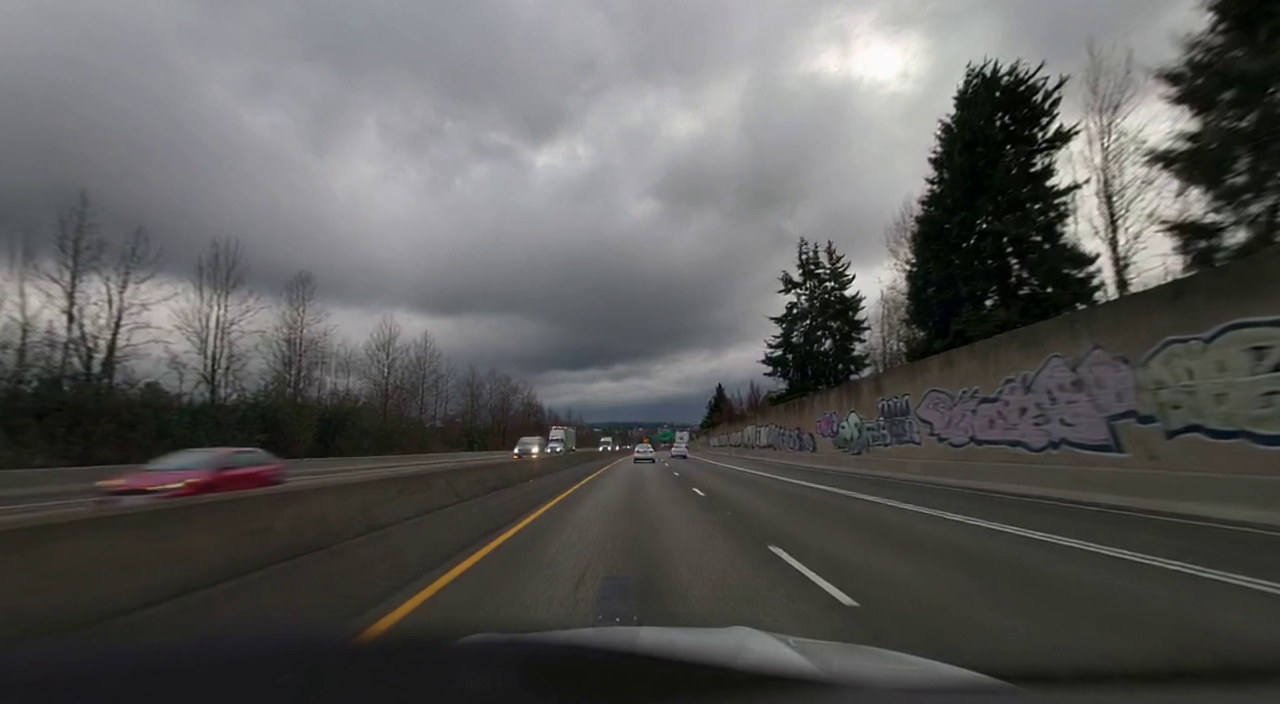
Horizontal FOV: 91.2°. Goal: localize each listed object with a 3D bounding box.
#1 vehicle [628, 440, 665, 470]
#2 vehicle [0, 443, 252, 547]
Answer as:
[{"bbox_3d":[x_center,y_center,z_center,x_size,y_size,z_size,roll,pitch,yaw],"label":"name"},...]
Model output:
[{"bbox_3d":[0.340,6.124,37.401,2.095,1.671,4.219,0,-9,-1],"label":"vehicle"},{"bbox_3d":[-9.465,2.465,11.480,2.087,1.520,4.147,0,-9,-1],"label":"vehicle"}]
